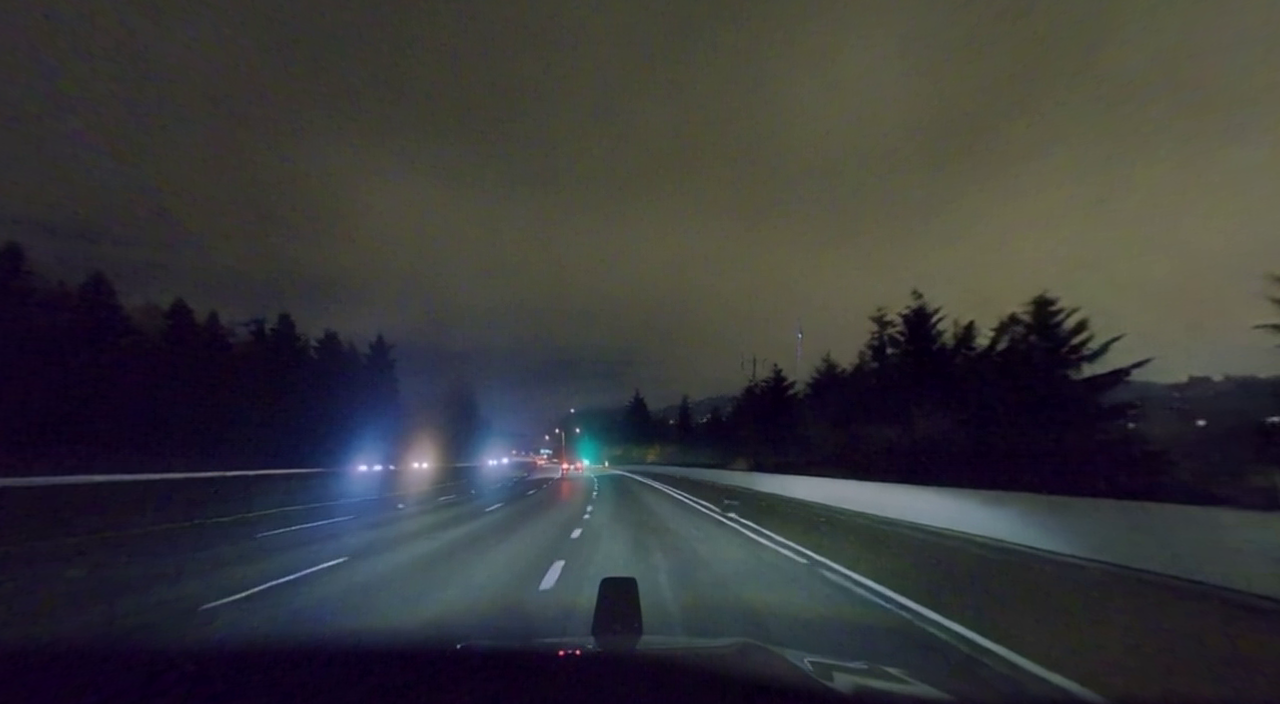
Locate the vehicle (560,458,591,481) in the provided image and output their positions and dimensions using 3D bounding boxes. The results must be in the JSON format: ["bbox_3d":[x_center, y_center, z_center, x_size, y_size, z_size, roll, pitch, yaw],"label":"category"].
[{"bbox_3d":[-4.944,9.033,48.338,2.248,1.619,3.848,0,-9,-4],"label":"vehicle"}]

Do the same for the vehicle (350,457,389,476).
[{"bbox_3d":[-21.129,8.945,49.080,1.748,1.391,3.284,2,-8,-5],"label":"vehicle"}]
